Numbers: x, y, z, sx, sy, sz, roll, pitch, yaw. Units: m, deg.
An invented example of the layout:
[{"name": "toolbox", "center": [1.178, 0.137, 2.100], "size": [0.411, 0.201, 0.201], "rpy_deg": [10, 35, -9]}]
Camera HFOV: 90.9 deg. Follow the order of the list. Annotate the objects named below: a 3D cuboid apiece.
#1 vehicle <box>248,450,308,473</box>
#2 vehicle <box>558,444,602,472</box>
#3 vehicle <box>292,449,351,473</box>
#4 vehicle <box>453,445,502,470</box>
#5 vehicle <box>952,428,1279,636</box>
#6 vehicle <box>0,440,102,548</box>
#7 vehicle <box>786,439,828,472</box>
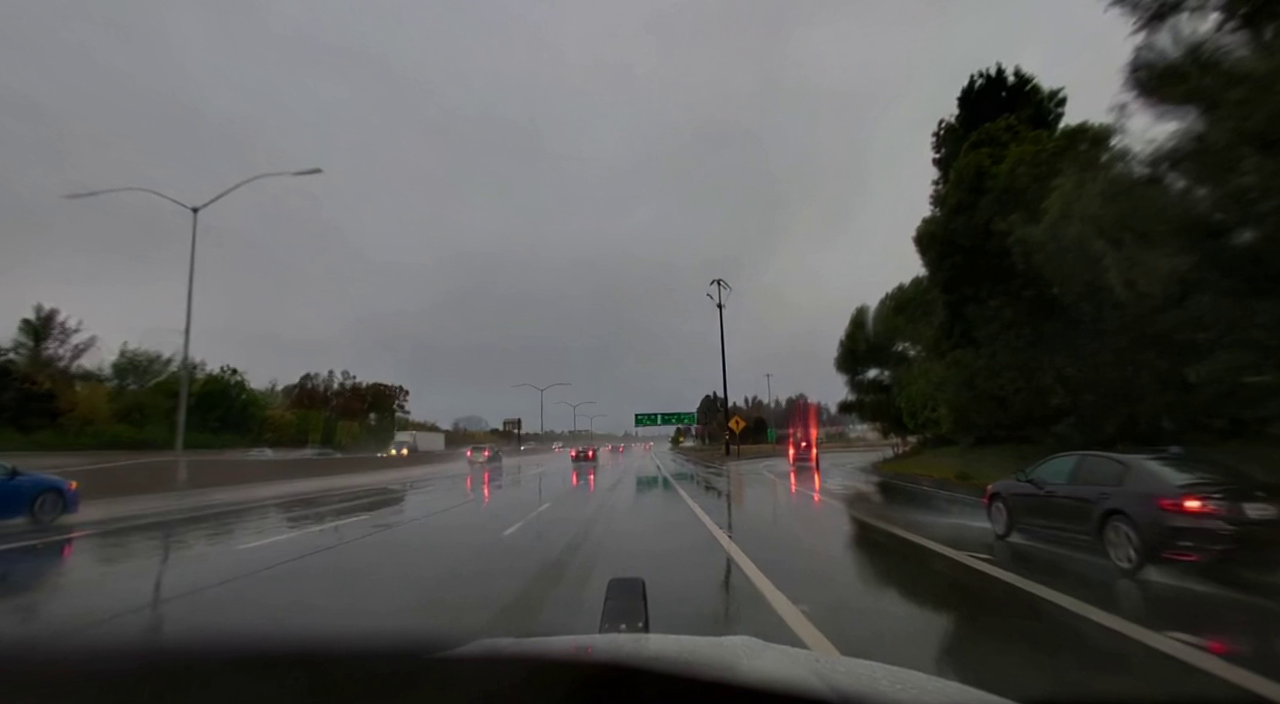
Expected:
[{"name": "vehicle", "center": [-25.993, 7.833, 45.423], "size": [1.962, 1.489, 4.009], "rpy_deg": [0, -8, 0]}, {"name": "vehicle", "center": [-3.323, 5.941, 35.710], "size": [2.050, 1.479, 4.342], "rpy_deg": [0, -8, 1]}, {"name": "vehicle", "center": [-22.400, 7.657, 44.568], "size": [1.857, 1.521, 4.220], "rpy_deg": [0, -8, 2]}, {"name": "vehicle", "center": [-10.012, 6.525, 39.190], "size": [1.930, 1.490, 3.955], "rpy_deg": [0, -8, 1]}, {"name": "vehicle", "center": [5.362, 1.600, 6.735], "size": [2.002, 1.457, 4.497], "rpy_deg": [-1, -8, 4]}, {"name": "vehicle", "center": [-10.154, 1.909, 8.201], "size": [2.002, 1.526, 4.822], "rpy_deg": [0, -8, 1]}, {"name": "vehicle", "center": [9.953, 6.185, 37.884], "size": [2.127, 1.815, 4.777], "rpy_deg": [-2, -8, 11]}]
